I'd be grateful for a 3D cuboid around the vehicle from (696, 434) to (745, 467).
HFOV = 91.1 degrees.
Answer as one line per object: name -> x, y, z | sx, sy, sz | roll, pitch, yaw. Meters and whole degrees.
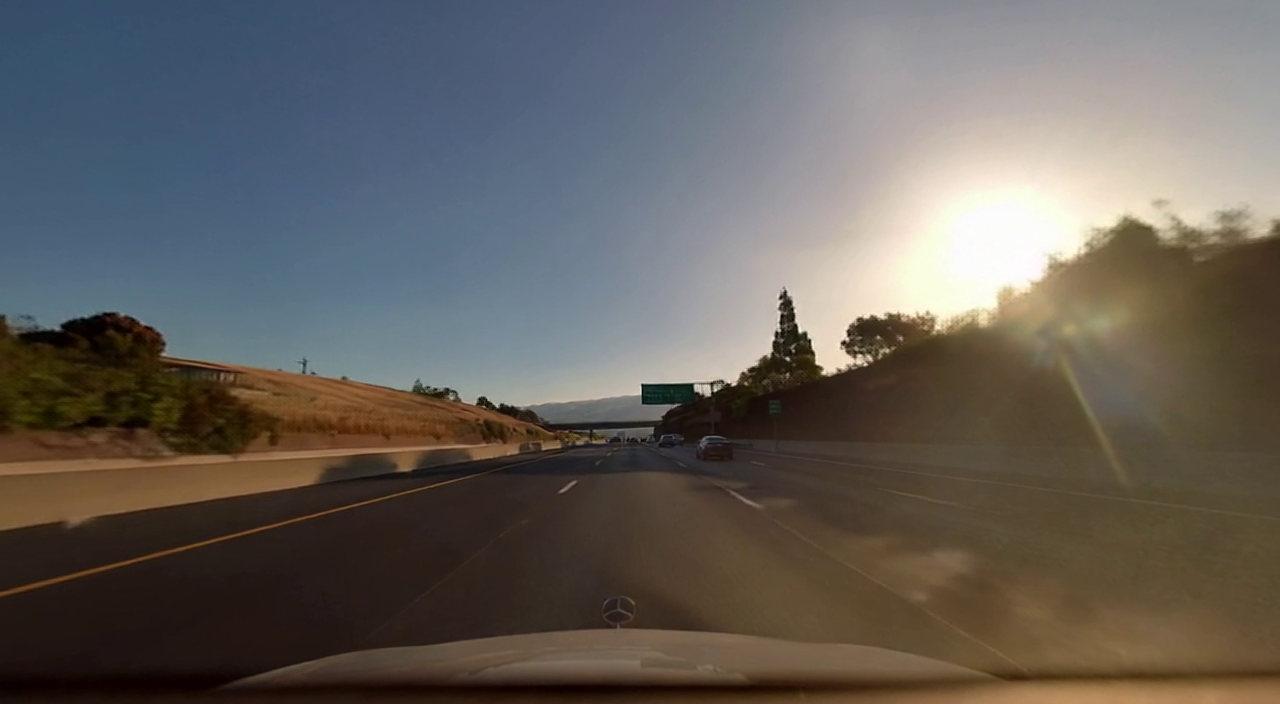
vehicle -> 3.826, 4.735, 30.433 | 1.802, 1.492, 3.804 | 0, -8, -1
